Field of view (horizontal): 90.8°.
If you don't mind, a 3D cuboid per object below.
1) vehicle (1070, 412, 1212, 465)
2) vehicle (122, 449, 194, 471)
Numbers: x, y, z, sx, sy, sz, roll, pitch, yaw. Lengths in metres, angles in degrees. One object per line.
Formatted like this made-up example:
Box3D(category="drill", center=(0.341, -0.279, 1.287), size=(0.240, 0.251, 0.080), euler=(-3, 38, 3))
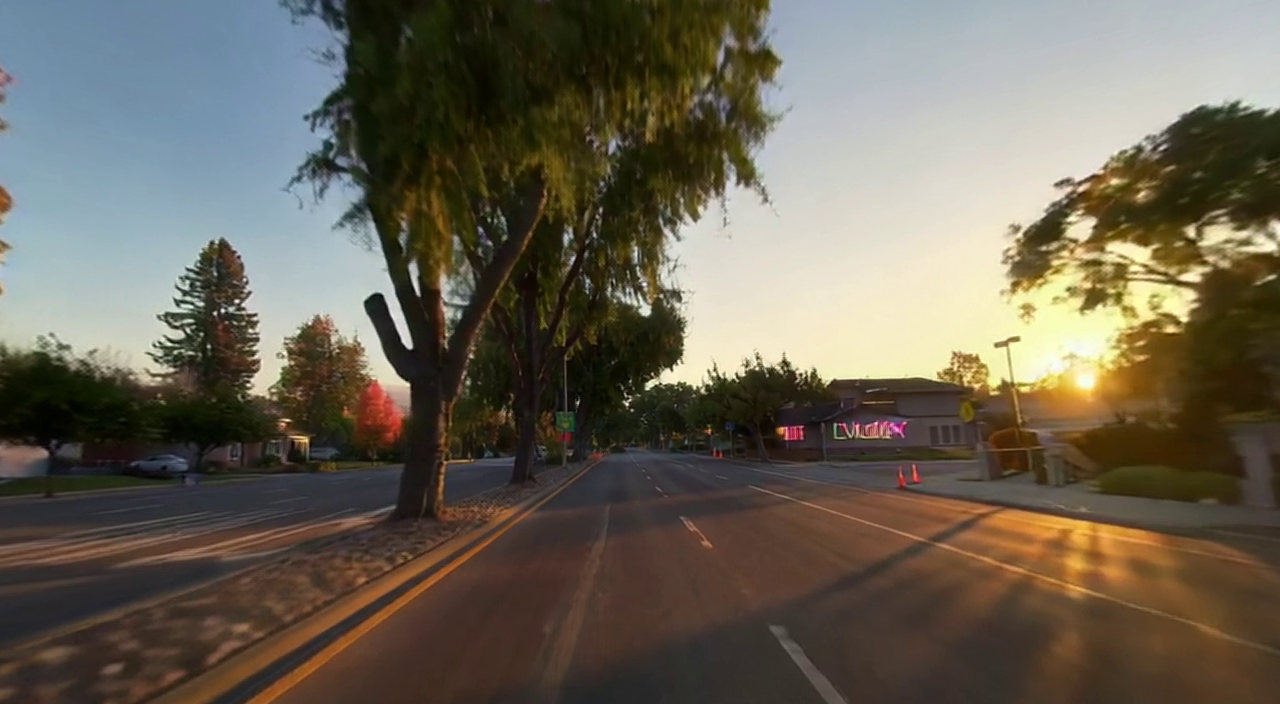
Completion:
Box3D(category="vehicle", center=(31.234, 5.490, 39.852), size=(2.905, 3.046, 6.805), euler=(1, -9, -4))
Box3D(category="vehicle", center=(-33.755, 7.543, 44.280), size=(3.732, 1.453, 1.721), euler=(-1, -9, 4))
